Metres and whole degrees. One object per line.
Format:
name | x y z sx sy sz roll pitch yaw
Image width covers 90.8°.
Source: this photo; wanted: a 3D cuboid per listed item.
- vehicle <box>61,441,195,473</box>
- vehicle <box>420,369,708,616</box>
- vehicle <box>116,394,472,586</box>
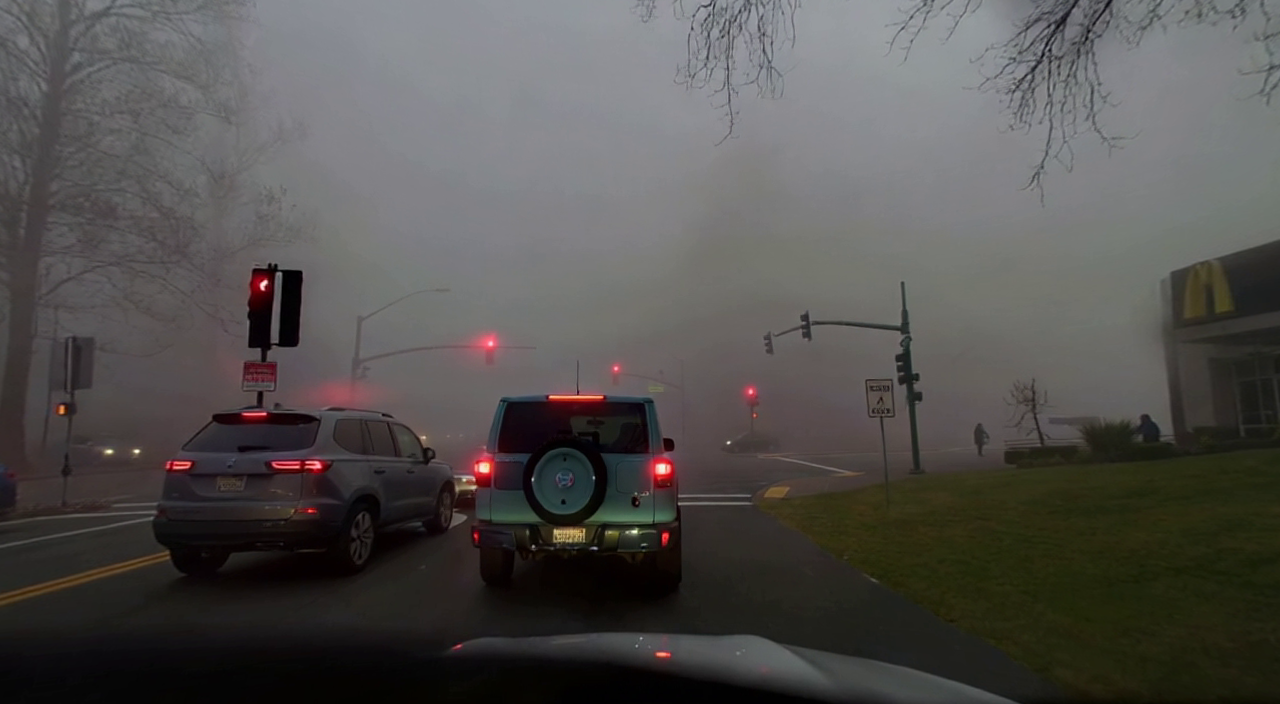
vehicle | -25.239 5.187 31.371 4.713 1.445 1.887 4 -9 -24
vehicle | -0.630 1.435 7.331 2.224 1.923 4.643 0 -8 -1
vehicle | -3.910 1.652 8.346 2.130 1.819 4.497 0 -8 0
